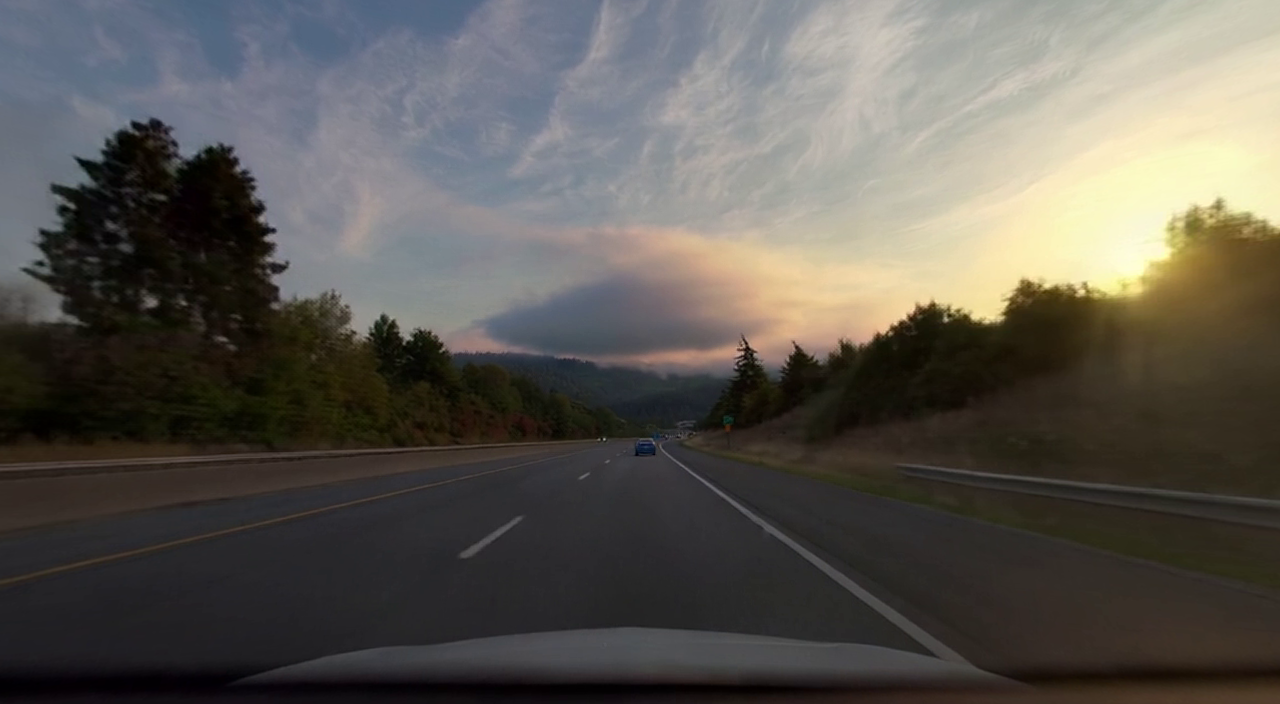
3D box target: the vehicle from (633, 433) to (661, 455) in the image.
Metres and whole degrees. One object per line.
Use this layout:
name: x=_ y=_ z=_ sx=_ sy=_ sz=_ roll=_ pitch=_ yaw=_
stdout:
vehicle: x=0.542 y=7.216 z=49.428 sx=2.058 sy=1.649 sz=3.942 roll=0 pitch=-8 yaw=0
